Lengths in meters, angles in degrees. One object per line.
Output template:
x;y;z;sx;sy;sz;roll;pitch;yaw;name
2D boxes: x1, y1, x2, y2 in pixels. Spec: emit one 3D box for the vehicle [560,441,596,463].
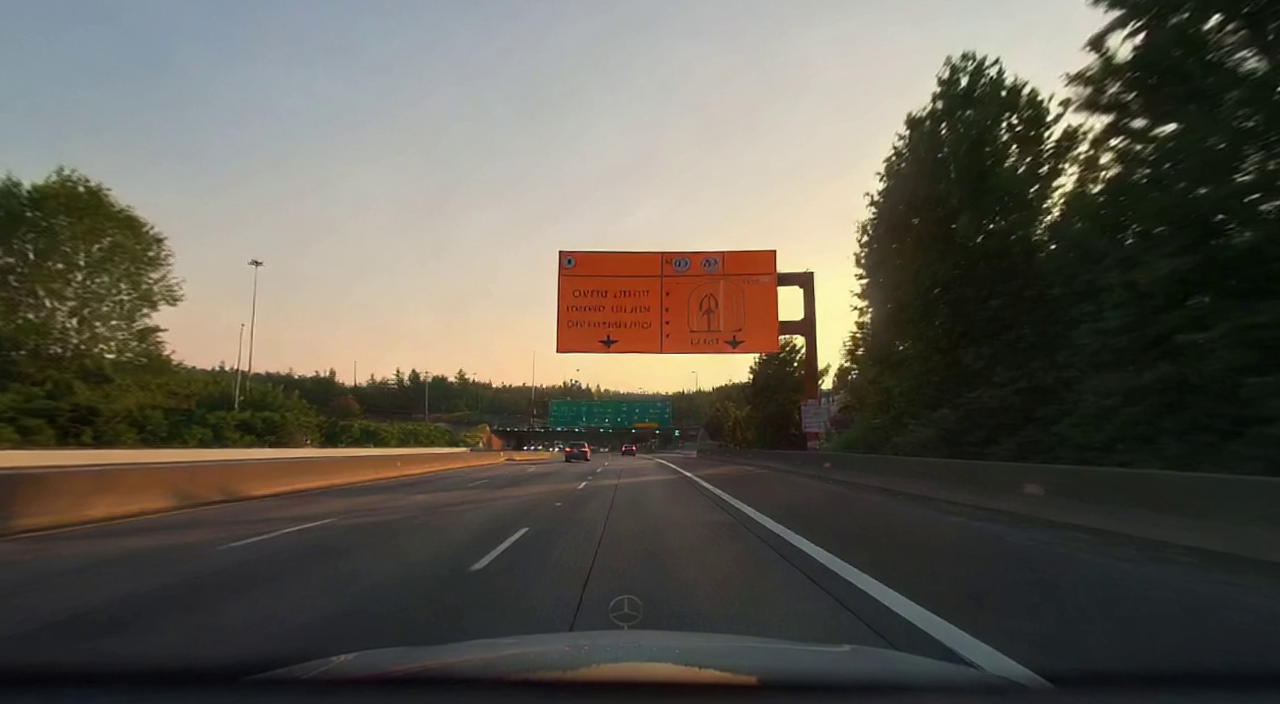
-4.389;7.137;45.046;2.211;1.524;3.651;0;-8;0;vehicle
